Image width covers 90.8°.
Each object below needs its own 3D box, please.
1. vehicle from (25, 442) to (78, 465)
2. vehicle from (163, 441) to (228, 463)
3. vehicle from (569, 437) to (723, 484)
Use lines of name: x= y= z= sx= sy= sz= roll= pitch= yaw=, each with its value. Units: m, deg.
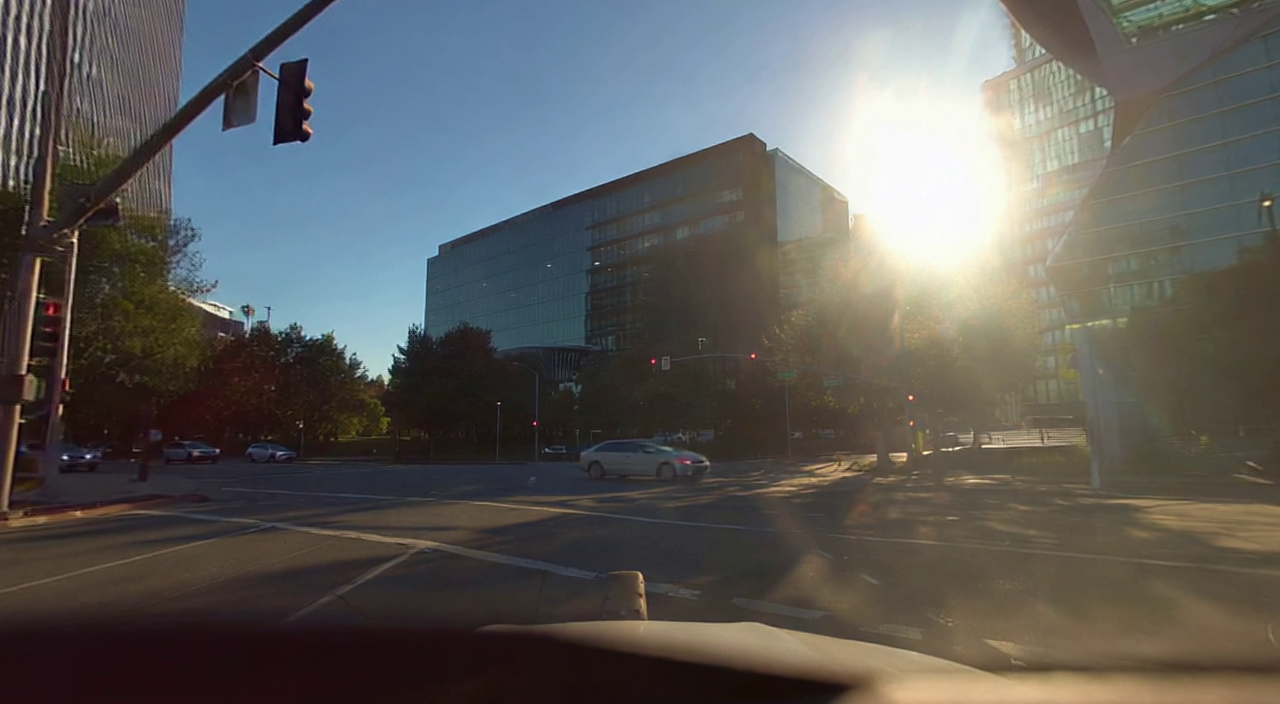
vehicle: x=-38.297 y=6.565 z=41.088 sx=4.323 sy=1.390 sz=1.953 roll=-8 pitch=-11 yaw=41
vehicle: x=-30.481 y=6.827 z=43.282 sx=4.380 sy=1.455 sz=1.869 roll=-5 pitch=-10 yaw=30
vehicle: x=0.108 y=3.909 z=22.983 sx=5.408 sy=1.505 sz=2.091 roll=-7 pitch=-11 yaw=37
